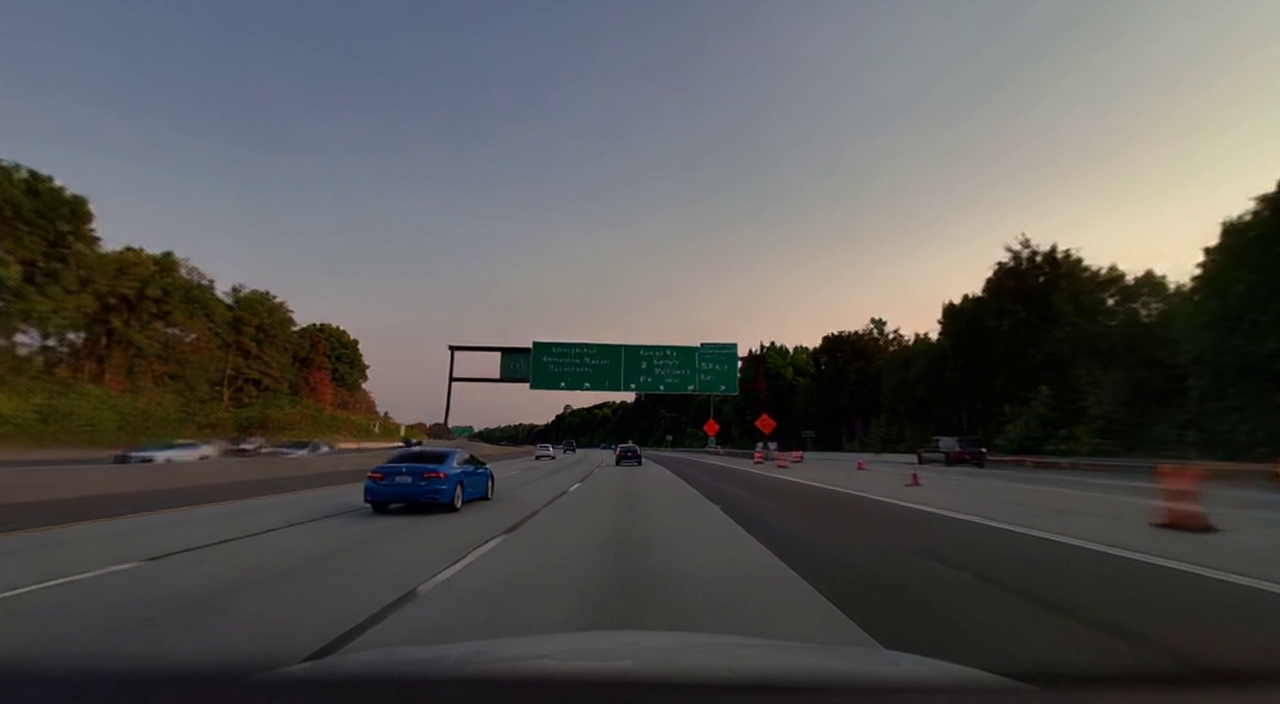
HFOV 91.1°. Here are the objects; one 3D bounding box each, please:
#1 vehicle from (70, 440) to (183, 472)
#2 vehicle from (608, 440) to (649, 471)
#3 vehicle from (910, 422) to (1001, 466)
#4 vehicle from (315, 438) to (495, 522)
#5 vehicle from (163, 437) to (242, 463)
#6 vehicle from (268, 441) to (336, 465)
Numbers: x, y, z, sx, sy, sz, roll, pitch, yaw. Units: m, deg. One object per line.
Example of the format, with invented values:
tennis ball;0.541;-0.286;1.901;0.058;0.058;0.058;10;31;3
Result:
vehicle;-25.541;5.178;31.472;1.907;1.471;4.577;0;-8;-1
vehicle;-0.630;5.253;32.079;1.963;1.462;4.681;0;-8;-2
vehicle;20.757;6.123;41.832;2.728;2.610;7.309;-1;-8;4
vehicle;-4.529;2.511;12.963;2.001;1.415;4.360;0;-8;0
vehicle;-29.562;6.630;42.596;1.918;1.628;4.921;0;-8;-2
vehicle;-21.824;6.519;40.774;1.898;1.461;4.663;0;-8;-2
